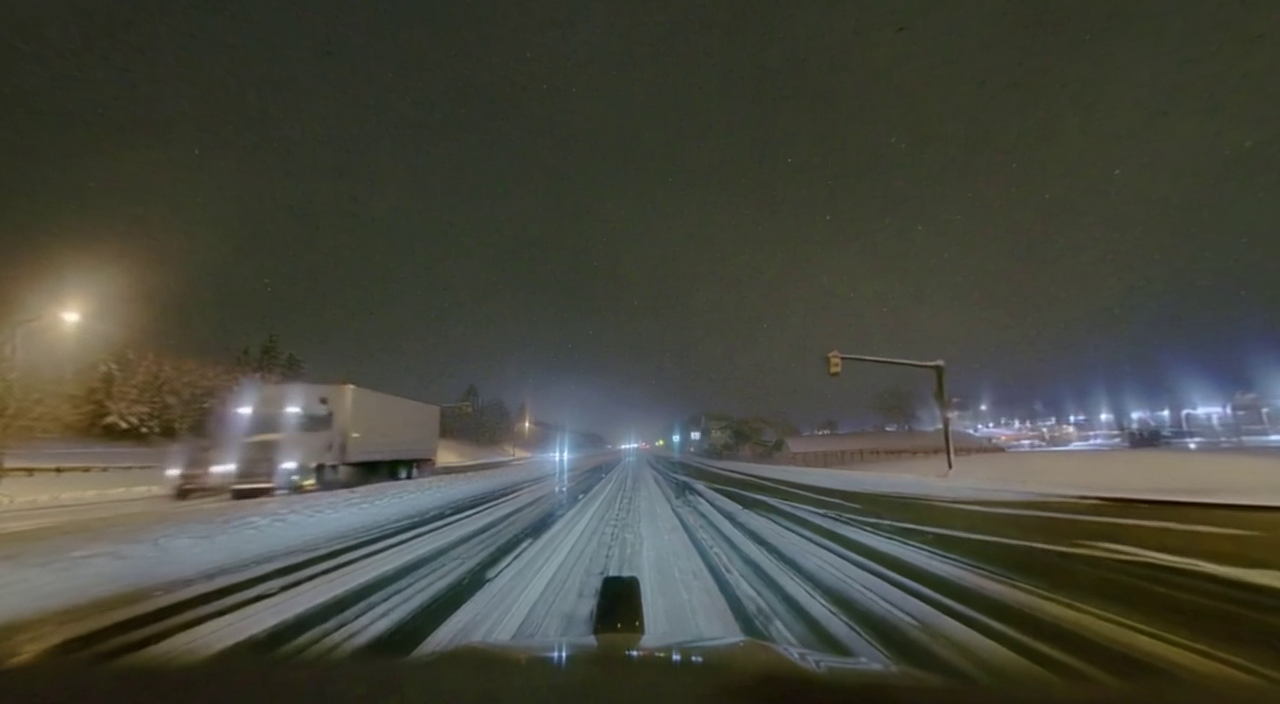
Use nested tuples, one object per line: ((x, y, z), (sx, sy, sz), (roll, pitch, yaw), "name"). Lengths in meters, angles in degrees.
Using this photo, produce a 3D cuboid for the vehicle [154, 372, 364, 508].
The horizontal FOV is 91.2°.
((-11.917, 2.894, 20.484), (2.993, 3.759, 5.901), (0, -9, 0), "vehicle")
